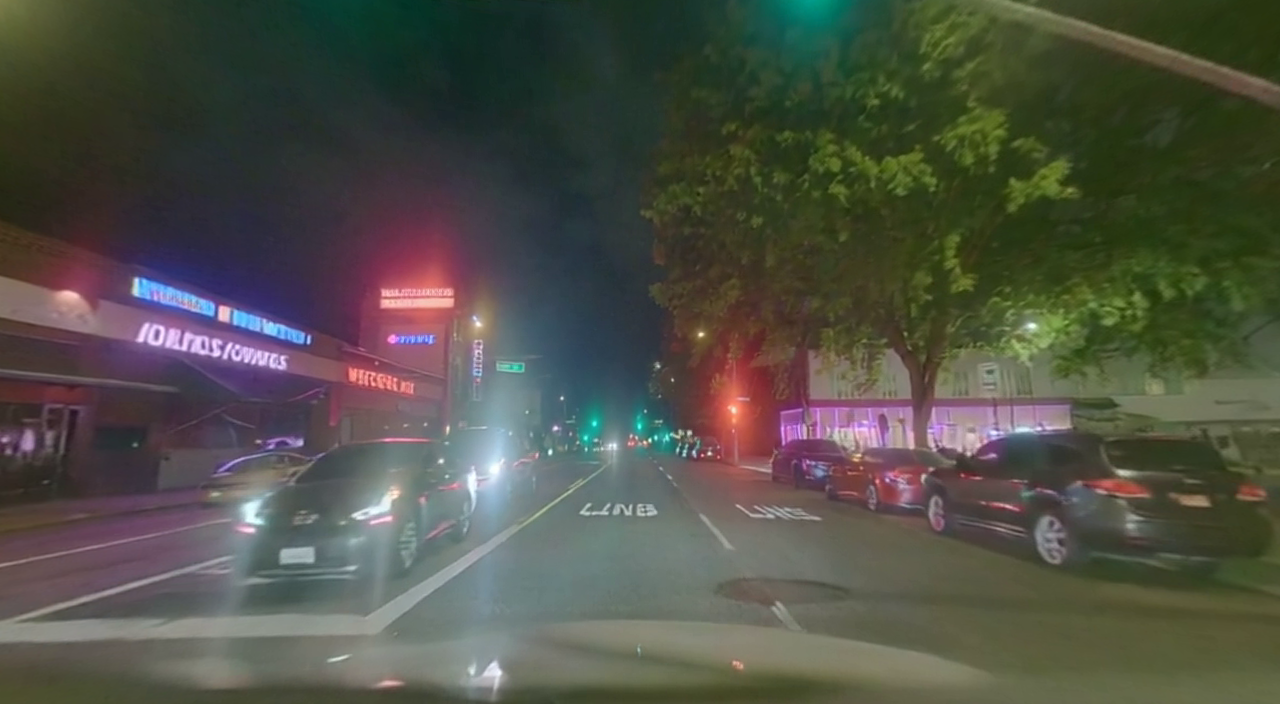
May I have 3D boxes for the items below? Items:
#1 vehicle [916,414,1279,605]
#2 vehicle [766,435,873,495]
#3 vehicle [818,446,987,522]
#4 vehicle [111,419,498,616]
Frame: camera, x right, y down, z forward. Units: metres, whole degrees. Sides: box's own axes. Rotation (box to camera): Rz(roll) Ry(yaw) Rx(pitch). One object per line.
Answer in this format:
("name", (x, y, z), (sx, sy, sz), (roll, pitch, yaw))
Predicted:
("vehicle", (5.852, 1.837, 8.405), (2.116, 1.780, 4.682), (0, -8, -2))
("vehicle", (5.922, 3.786, 21.590), (2.150, 1.805, 4.870), (0, -8, -1))
("vehicle", (5.895, 2.971, 14.953), (1.910, 1.471, 4.758), (0, -8, -1))
("vehicle", (-3.134, 1.622, 7.200), (2.013, 1.527, 4.335), (0, -8, 0))
